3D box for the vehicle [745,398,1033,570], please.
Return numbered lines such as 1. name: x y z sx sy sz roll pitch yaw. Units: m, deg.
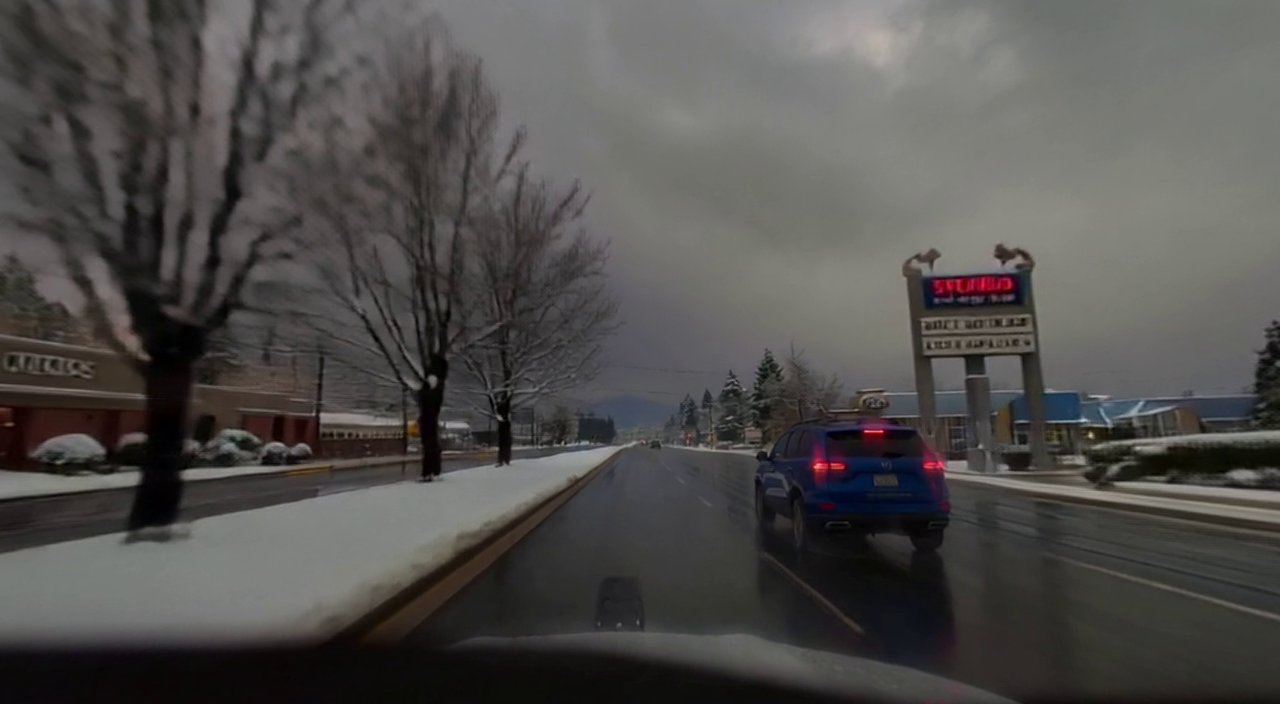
1. vehicle: 3.015 1.741 9.024 2.130 1.790 4.615 0 -9 -1
